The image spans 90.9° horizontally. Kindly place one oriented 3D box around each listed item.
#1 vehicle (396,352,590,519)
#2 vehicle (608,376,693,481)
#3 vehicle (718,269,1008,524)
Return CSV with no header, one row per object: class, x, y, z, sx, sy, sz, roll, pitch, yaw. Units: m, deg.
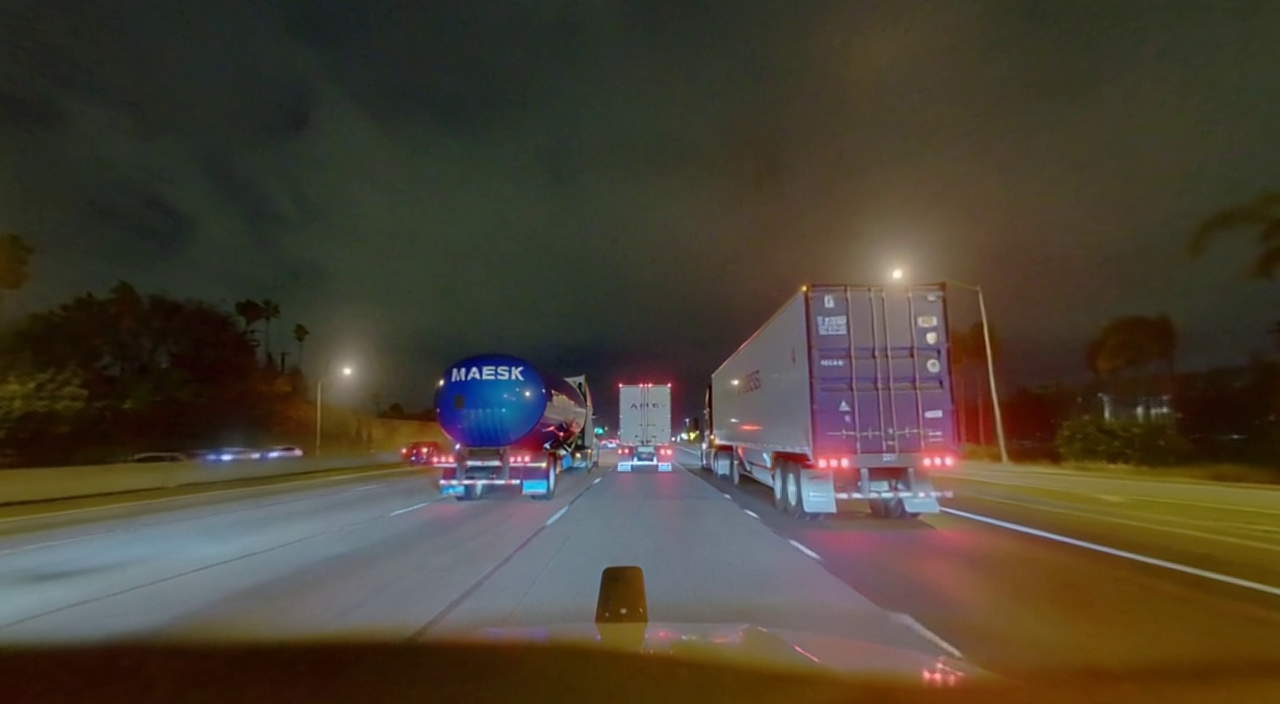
vehicle,-3.275,2.415,17.831,2.786,3.228,11.082,0,-8,0
vehicle,0.474,4.132,32.346,3.097,3.856,18.209,0,-8,1
vehicle,4.477,1.730,17.577,2.887,4.178,14.553,0,-8,0
